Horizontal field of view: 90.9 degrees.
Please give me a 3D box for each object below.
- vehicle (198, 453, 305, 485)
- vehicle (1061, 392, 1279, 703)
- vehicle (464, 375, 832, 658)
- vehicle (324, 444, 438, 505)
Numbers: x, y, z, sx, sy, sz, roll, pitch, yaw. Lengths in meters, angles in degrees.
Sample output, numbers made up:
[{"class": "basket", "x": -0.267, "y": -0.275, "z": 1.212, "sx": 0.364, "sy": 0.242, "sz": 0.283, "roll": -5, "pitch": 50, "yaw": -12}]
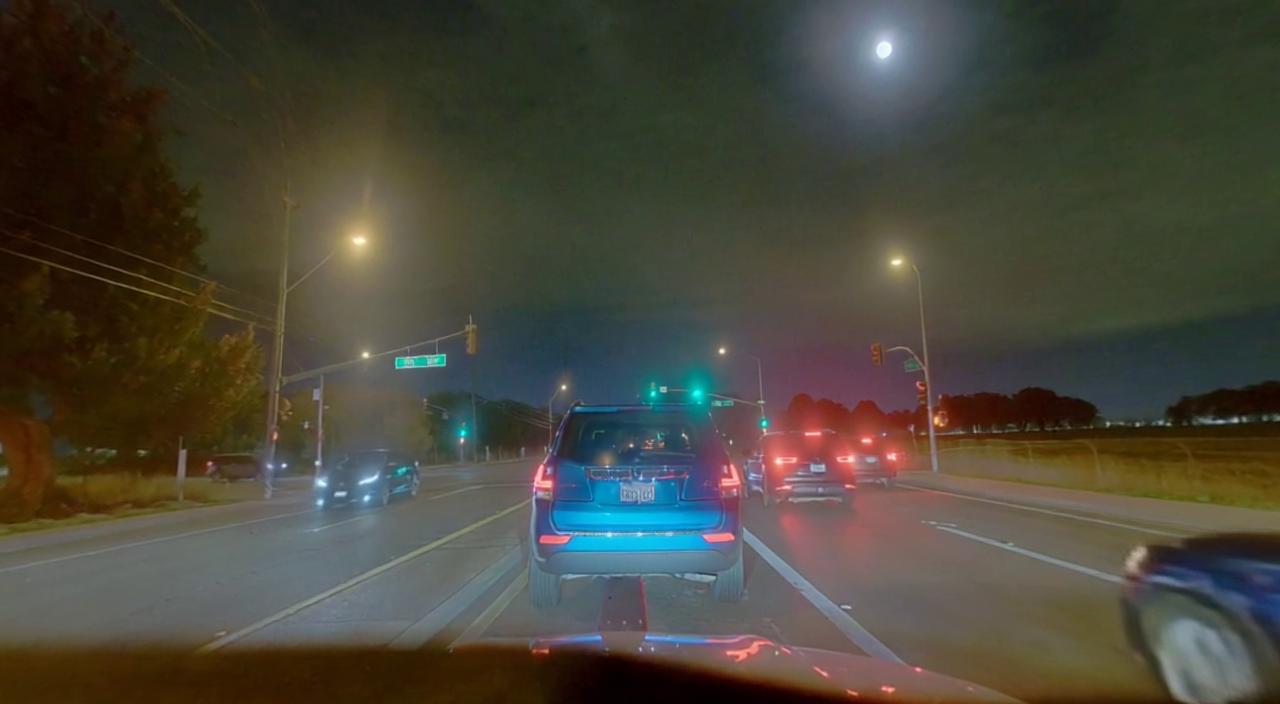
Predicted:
[{"class": "vehicle", "x": -21.325, "y": 6.419, "z": 34.722, "sx": 4.605, "sy": 1.626, "sz": 2.251, "roll": -2, "pitch": -8, "yaw": 9}, {"class": "vehicle", "x": 3.421, "y": 0.746, "z": 1.350, "sx": 2.097, "sy": 1.473, "sz": 4.252, "roll": 0, "pitch": -8, "yaw": 0}, {"class": "vehicle", "x": 0.050, "y": 1.336, "z": 6.119, "sx": 2.298, "sy": 1.770, "sz": 4.138, "roll": 0, "pitch": -8, "yaw": 0}, {"class": "vehicle", "x": -8.039, "y": 3.798, "z": 20.113, "sx": 2.026, "sy": 1.680, "sz": 4.608, "roll": 1, "pitch": -8, "yaw": -5}]
